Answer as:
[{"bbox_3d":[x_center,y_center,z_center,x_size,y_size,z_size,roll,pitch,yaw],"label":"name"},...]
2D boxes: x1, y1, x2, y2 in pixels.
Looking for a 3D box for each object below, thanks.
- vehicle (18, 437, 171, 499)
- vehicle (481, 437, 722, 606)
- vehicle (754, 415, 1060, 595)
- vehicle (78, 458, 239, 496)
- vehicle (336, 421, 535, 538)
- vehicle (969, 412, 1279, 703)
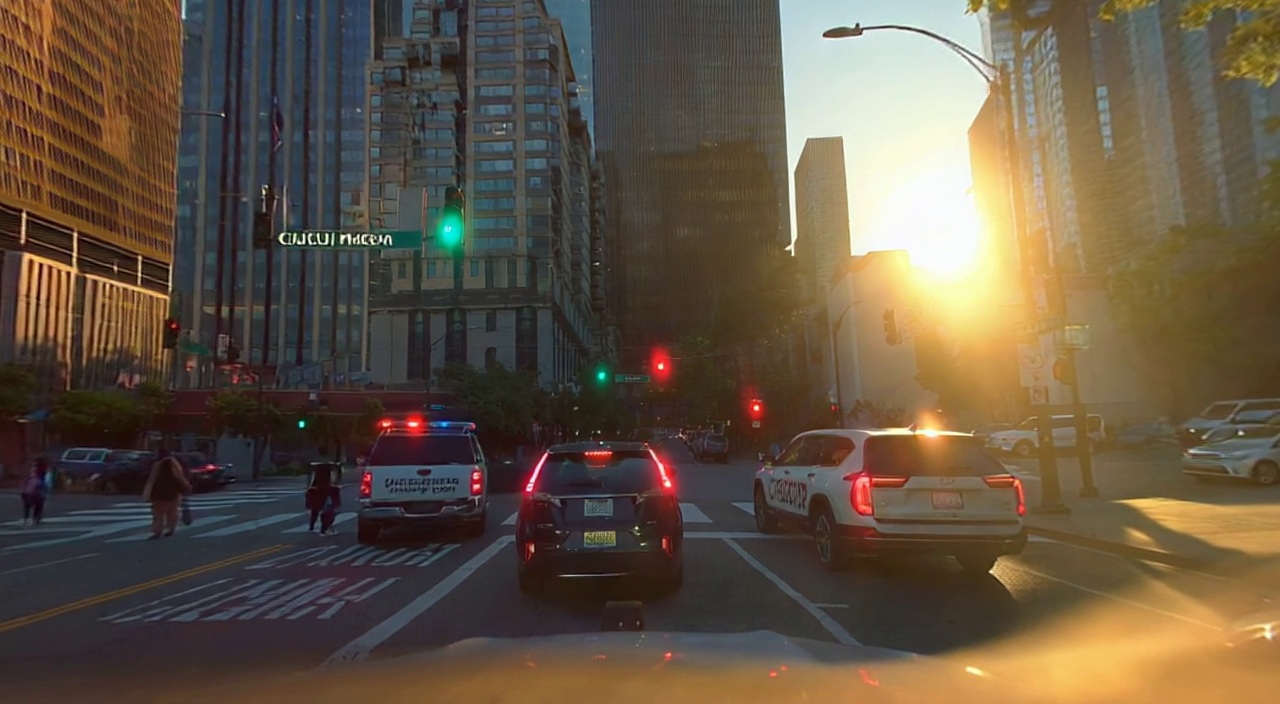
[{"bbox_3d":[-30.873,6.519,35.930,5.896,3.276,2.809,1,-8,1],"label":"vehicle"},{"bbox_3d":[-0.362,1.786,7.640,2.092,1.454,4.132,0,-8,-1],"label":"vehicle"},{"bbox_3d":[3.042,1.847,8.619,2.072,1.735,4.759,0,-8,0],"label":"vehicle"},{"bbox_3d":[-20.228,5.249,26.709,5.153,1.449,1.966,0,-8,0],"label":"vehicle"},{"bbox_3d":[-3.689,2.412,12.691,2.190,1.840,5.272,0,-8,0],"label":"vehicle"},{"bbox_3d":[2.743,0.806,1.113,1.902,1.454,4.540,0,-8,0],"label":"vehicle"}]
